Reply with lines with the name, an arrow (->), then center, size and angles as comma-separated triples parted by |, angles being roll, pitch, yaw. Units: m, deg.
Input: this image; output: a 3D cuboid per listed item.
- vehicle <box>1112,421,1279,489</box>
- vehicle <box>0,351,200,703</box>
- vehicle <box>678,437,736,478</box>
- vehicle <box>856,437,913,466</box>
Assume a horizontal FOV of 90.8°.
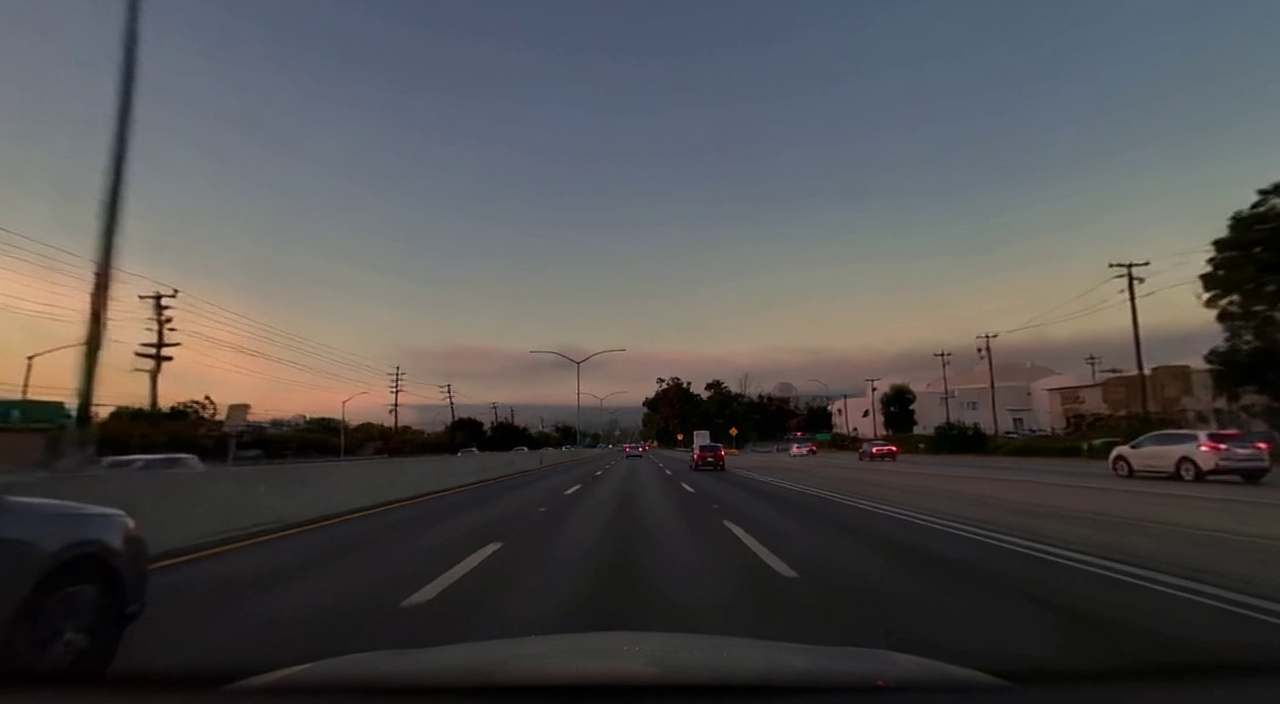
vehicle -> 18.701, 3.358, 20.793 | 2.190, 1.911, 5.658 | -1, -9, 3
vehicle -> -3.586, 0.661, 1.262 | 2.099, 1.682, 4.590 | 0, -9, 0
vehicle -> 2.848, 4.607, 27.849 | 1.997, 1.638, 4.281 | 0, -9, -1
vehicle -> 16.217, 6.626, 42.145 | 2.070, 1.782, 5.006 | -1, -9, 4
